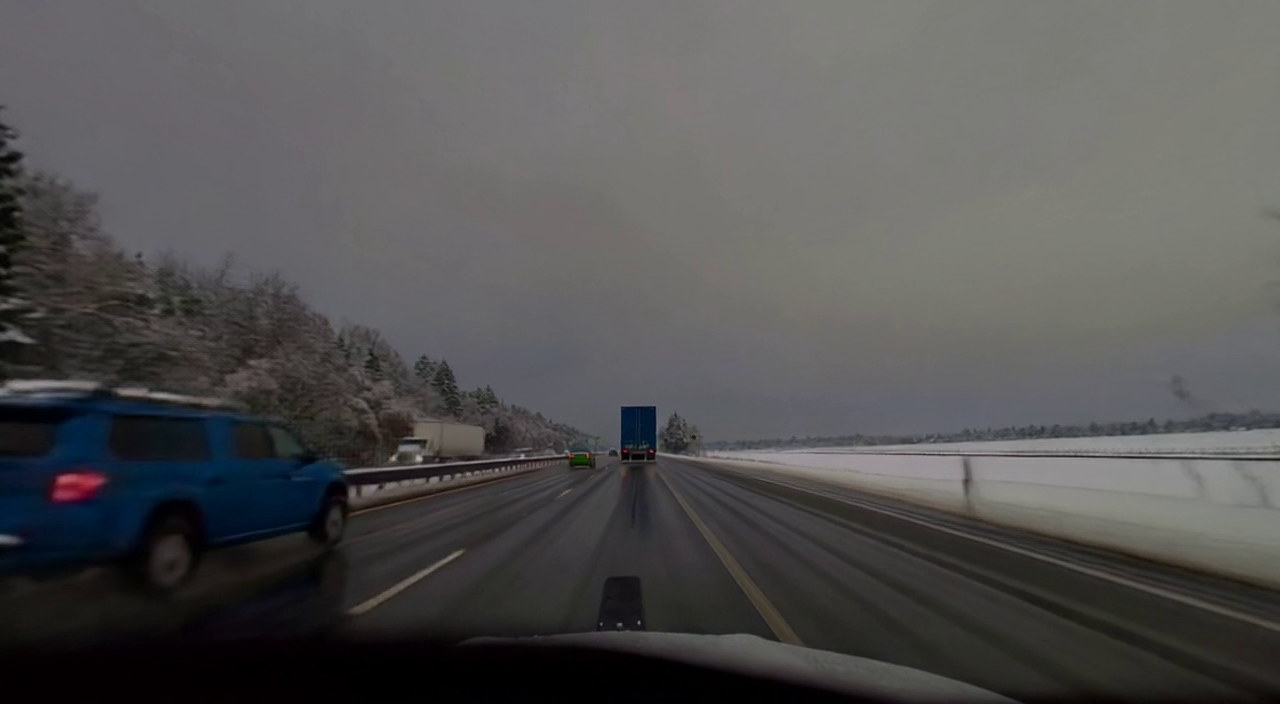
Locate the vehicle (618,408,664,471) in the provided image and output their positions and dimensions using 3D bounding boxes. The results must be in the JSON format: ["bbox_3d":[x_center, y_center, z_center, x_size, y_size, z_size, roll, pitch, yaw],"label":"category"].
[{"bbox_3d":[0.135,6.374,45.352,2.899,3.966,10.053,0,-9,1],"label":"vehicle"}]

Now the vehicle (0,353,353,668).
[{"bbox_3d":[-4.767,1.247,5.817,2.042,1.815,4.639,0,-9,0],"label":"vehicle"}]

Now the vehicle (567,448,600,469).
[{"bbox_3d":[-4.227,8.080,47.992,2.051,1.538,4.569,0,-9,1],"label":"vehicle"}]
